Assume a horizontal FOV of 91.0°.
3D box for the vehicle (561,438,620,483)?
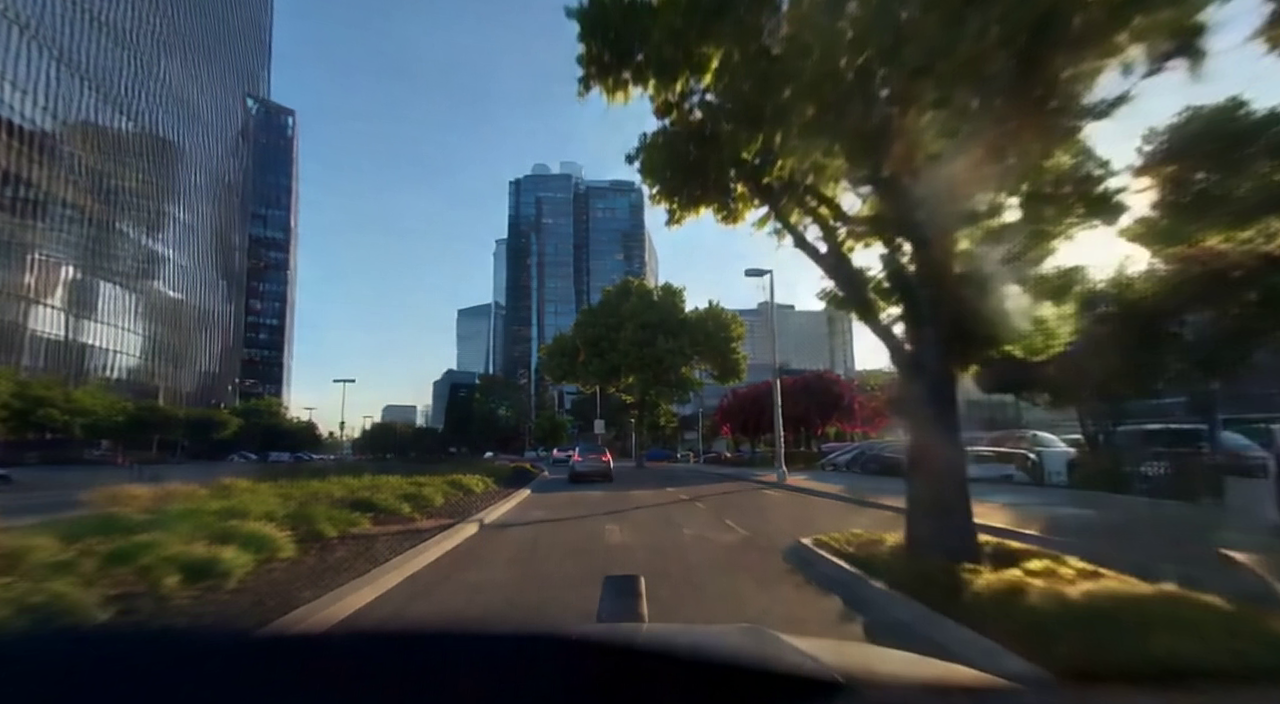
[{"bbox_3d":[-2.024,4.404,25.926,2.183,1.675,4.319,1,-9,-4],"label":"vehicle"}]
